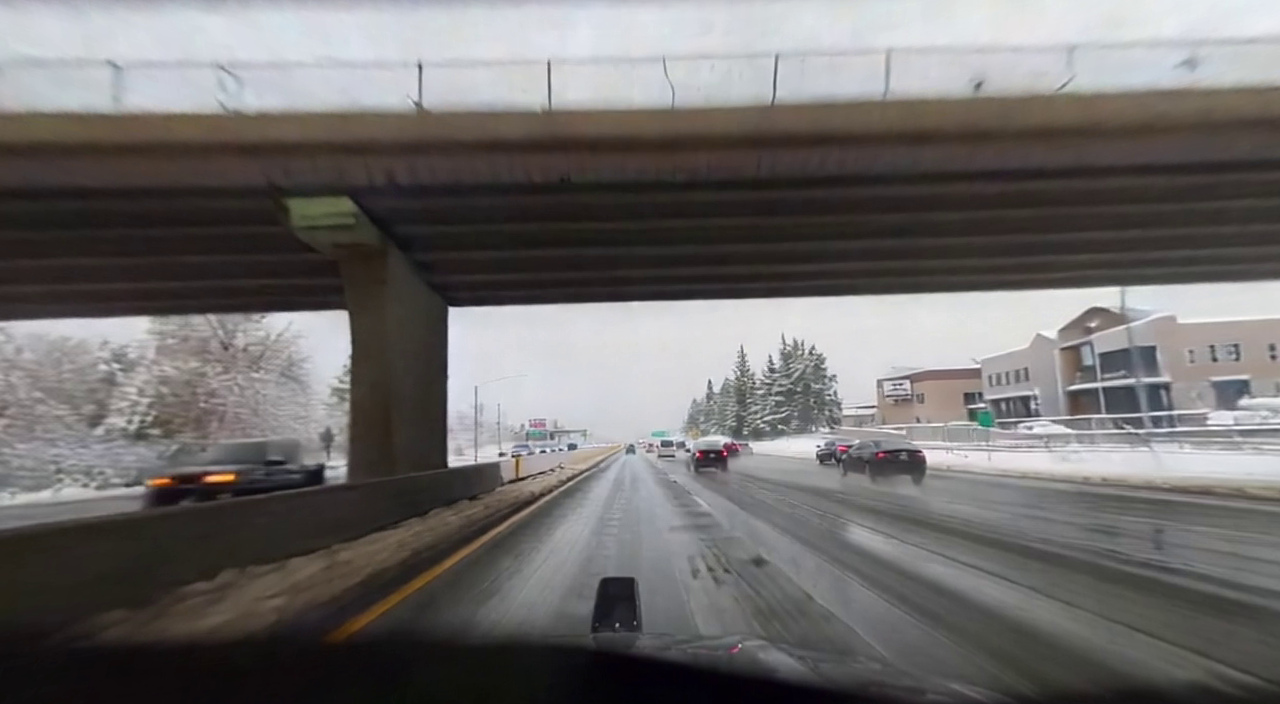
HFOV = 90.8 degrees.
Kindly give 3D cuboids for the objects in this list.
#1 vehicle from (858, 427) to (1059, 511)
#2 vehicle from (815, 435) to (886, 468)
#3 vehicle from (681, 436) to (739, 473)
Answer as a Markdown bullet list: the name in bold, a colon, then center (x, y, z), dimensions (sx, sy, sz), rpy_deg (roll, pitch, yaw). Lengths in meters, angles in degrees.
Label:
- **vehicle**: center (6.552, 2.449, 13.719), dimensions (1.952, 1.489, 4.483), rpy_deg (0, -8, -1)
- **vehicle**: center (9.811, 4.662, 29.776), dimensions (1.838, 1.440, 4.121), rpy_deg (0, -8, -2)
- **vehicle**: center (3.049, 4.594, 28.462), dimensions (1.993, 1.507, 4.594), rpy_deg (0, -8, -2)
